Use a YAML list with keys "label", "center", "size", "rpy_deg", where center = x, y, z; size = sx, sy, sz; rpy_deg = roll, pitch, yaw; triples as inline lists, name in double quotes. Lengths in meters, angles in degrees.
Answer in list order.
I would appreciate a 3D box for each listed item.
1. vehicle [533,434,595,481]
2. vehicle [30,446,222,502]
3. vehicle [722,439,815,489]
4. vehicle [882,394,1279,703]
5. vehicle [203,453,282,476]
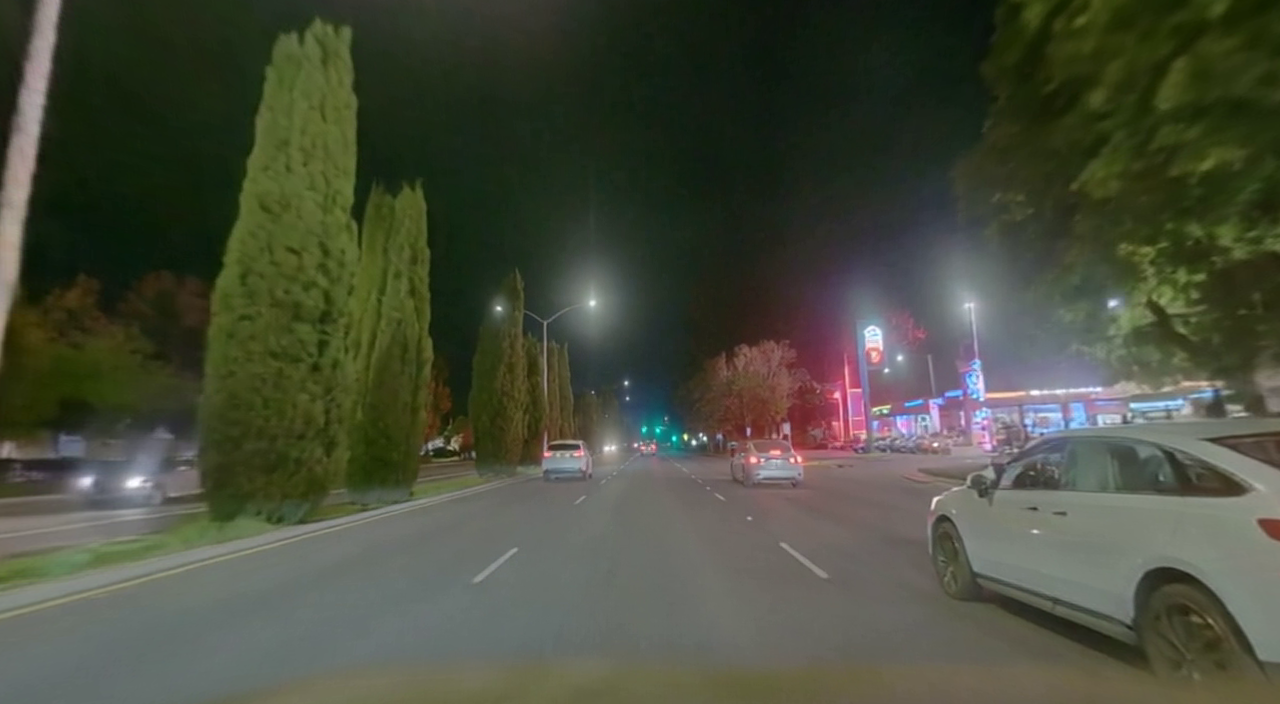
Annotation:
- label: "vehicle"
  center: [-3.000, 4.282, 25.797]
  size: [1.981, 1.731, 4.360]
  rpy_deg: [0, -8, 1]
- label: "vehicle"
  center: [-19.508, 4.612, 24.468]
  size: [2.501, 1.862, 5.754]
  rpy_deg: [-1, -8, 2]
- label: "vehicle"
  center: [4.131, 3.672, 21.102]
  size: [2.036, 1.480, 4.659]
  rpy_deg: [0, -8, -1]
- label: "vehicle"
  center: [3.527, 1.164, 4.175]
  size: [1.976, 1.491, 4.714]
  rpy_deg: [0, -8, 0]
- label: "vehicle"
  center: [-30.396, 8.592, 48.339]
  size: [1.998, 1.623, 4.681]
  rpy_deg: [-4, -9, 23]
